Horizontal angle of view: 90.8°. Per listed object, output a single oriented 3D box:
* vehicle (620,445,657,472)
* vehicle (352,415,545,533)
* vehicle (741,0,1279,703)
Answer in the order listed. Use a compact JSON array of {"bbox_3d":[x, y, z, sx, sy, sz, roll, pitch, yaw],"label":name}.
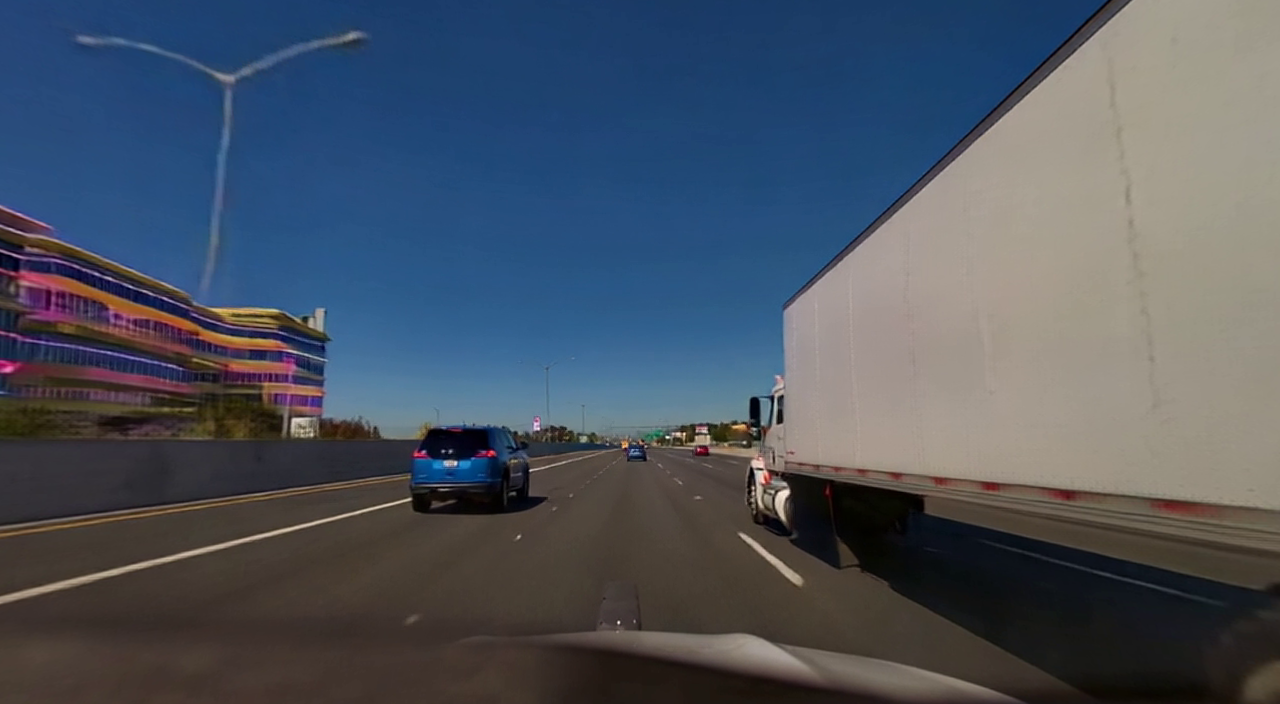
[{"bbox_3d":[-0.097,5.831,34.804,1.929,1.395,3.999,0,-8,0],"label":"vehicle"},{"bbox_3d":[-3.308,2.237,12.172,2.229,1.806,4.698,0,-9,0],"label":"vehicle"},{"bbox_3d":[3.353,0.502,5.549,2.934,3.325,10.986,0,-9,-1],"label":"vehicle"}]
